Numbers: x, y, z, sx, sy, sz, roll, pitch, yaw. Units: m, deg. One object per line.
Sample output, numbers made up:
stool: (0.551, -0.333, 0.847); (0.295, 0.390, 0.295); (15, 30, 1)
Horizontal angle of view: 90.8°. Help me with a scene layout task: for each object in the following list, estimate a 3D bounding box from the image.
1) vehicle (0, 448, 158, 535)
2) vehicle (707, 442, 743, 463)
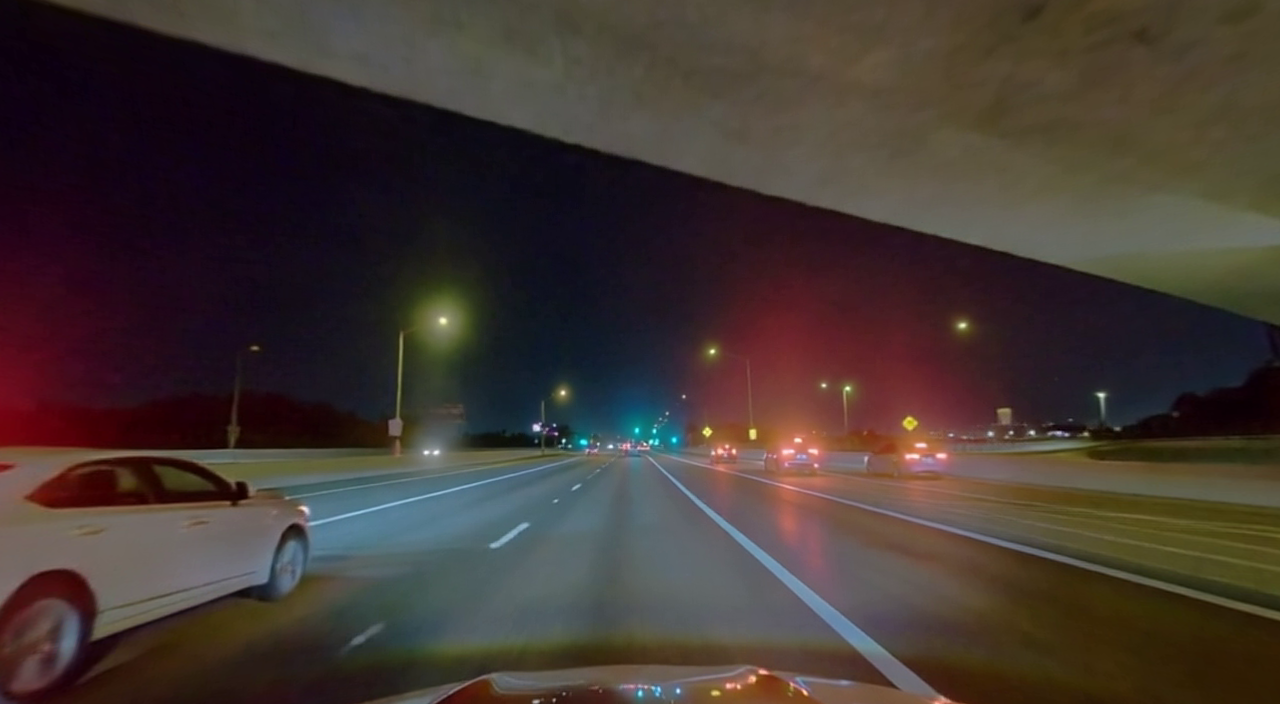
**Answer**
vehicle: (-11.296, 2.436, 11.386); (1.861, 1.373, 4.211); (0, -8, 0)
vehicle: (6.626, 7.914, 49.809); (2.075, 1.611, 4.421); (0, -8, -2)
